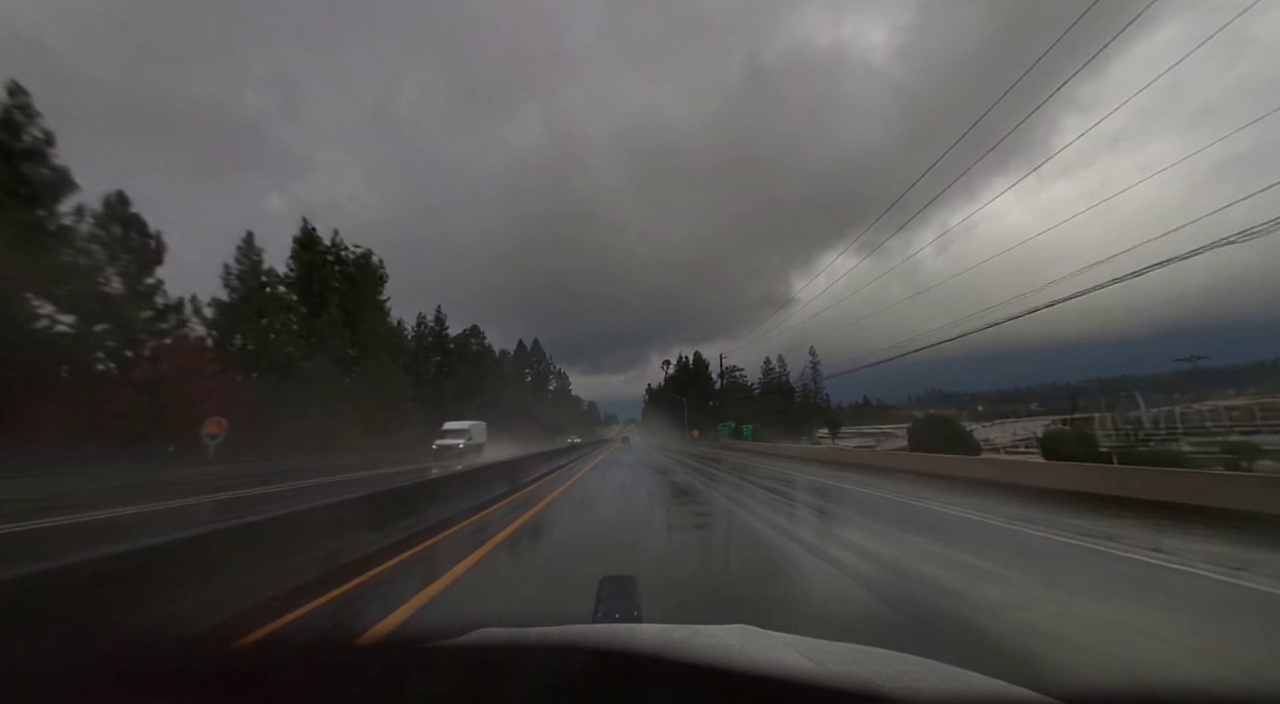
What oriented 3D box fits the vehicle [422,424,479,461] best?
[{"bbox_3d":[-13.902,6.661,46.656,2.394,2.513,5.779,0,-8,-1],"label":"vehicle"}]
